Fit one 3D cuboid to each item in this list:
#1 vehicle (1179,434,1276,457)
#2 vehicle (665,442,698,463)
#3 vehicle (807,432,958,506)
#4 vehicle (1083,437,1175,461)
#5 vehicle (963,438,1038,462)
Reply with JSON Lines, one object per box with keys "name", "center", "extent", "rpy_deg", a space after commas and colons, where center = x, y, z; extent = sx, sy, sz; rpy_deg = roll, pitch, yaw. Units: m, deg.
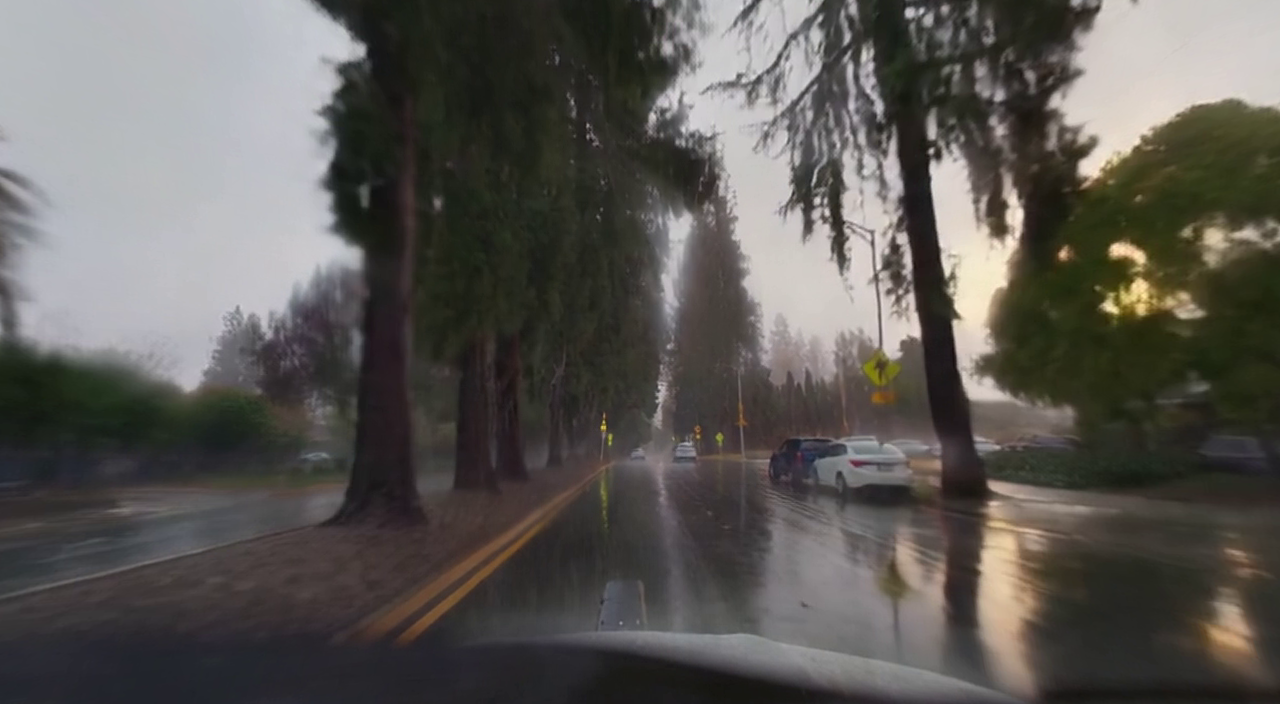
{"name": "vehicle", "center": [39.658, 6.324, 42.701], "extent": [4.648, 1.456, 1.864], "rpy_deg": [-1, -9, -1]}
{"name": "vehicle", "center": [3.058, 7.562, 47.528], "extent": [2.142, 1.501, 4.273], "rpy_deg": [0, -8, -1]}
{"name": "vehicle", "center": [6.431, 3.152, 17.565], "extent": [2.040, 1.710, 5.200], "rpy_deg": [0, -8, -1]}
{"name": "vehicle", "center": [32.937, 6.540, 42.622], "extent": [4.544, 1.443, 1.914], "rpy_deg": [-1, -7, 2]}
{"name": "vehicle", "center": [24.175, 6.589, 42.426], "extent": [3.898, 1.540, 1.803], "rpy_deg": [0, -9, 1]}
